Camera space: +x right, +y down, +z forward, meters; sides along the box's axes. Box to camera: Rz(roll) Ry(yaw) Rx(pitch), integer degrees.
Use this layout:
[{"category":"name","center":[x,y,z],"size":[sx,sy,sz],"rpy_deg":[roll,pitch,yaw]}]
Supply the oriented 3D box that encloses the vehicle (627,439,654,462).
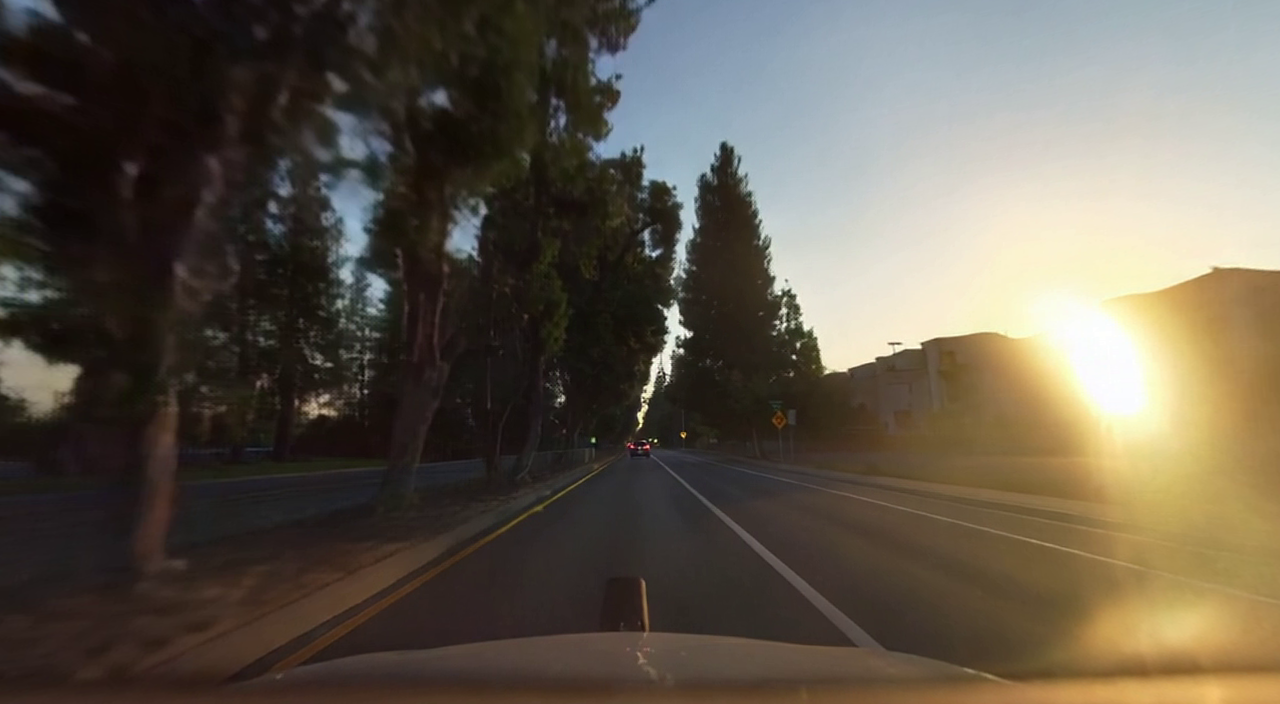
[{"category":"vehicle","center":[0.036,7.762,49.905],"size":[2.016,1.665,3.932],"rpy_deg":[0,-8,0]}]
